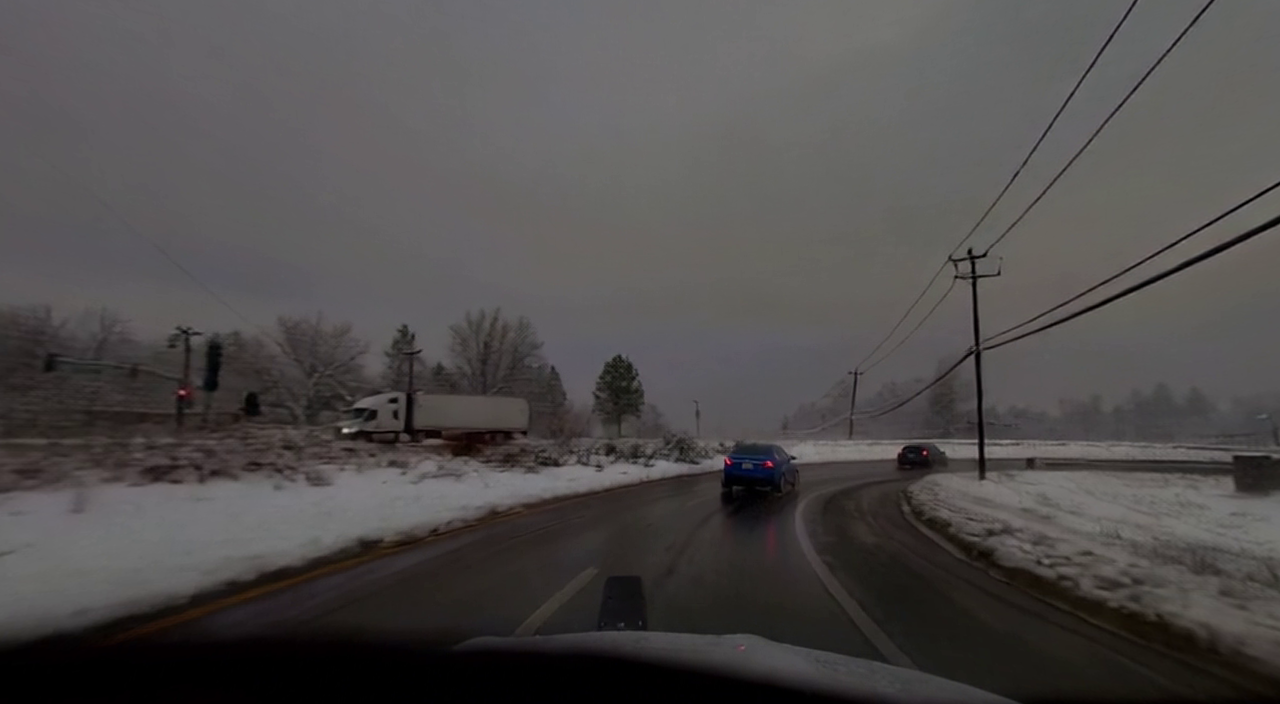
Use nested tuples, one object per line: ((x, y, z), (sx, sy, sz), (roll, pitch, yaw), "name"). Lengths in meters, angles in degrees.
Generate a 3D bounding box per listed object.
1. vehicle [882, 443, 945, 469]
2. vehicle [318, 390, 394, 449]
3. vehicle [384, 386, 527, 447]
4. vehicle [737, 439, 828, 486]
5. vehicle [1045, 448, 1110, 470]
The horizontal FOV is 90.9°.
((16.274, 6.153, 37.426), (4.307, 1.465, 1.836), (9, -12, -44), "vehicle")
((-18.776, 4.543, 41.669), (3.911, 3.666, 2.936), (6, -11, -33), "vehicle")
((-13.080, 4.810, 45.385), (9.356, 3.992, 2.808), (6, -11, -33), "vehicle")
((4.993, 3.758, 21.659), (2.026, 1.407, 4.374), (-4, -10, 26), "vehicle")
((32.416, 7.919, 46.724), (4.102, 1.552, 1.931), (4, -10, -23), "vehicle")
